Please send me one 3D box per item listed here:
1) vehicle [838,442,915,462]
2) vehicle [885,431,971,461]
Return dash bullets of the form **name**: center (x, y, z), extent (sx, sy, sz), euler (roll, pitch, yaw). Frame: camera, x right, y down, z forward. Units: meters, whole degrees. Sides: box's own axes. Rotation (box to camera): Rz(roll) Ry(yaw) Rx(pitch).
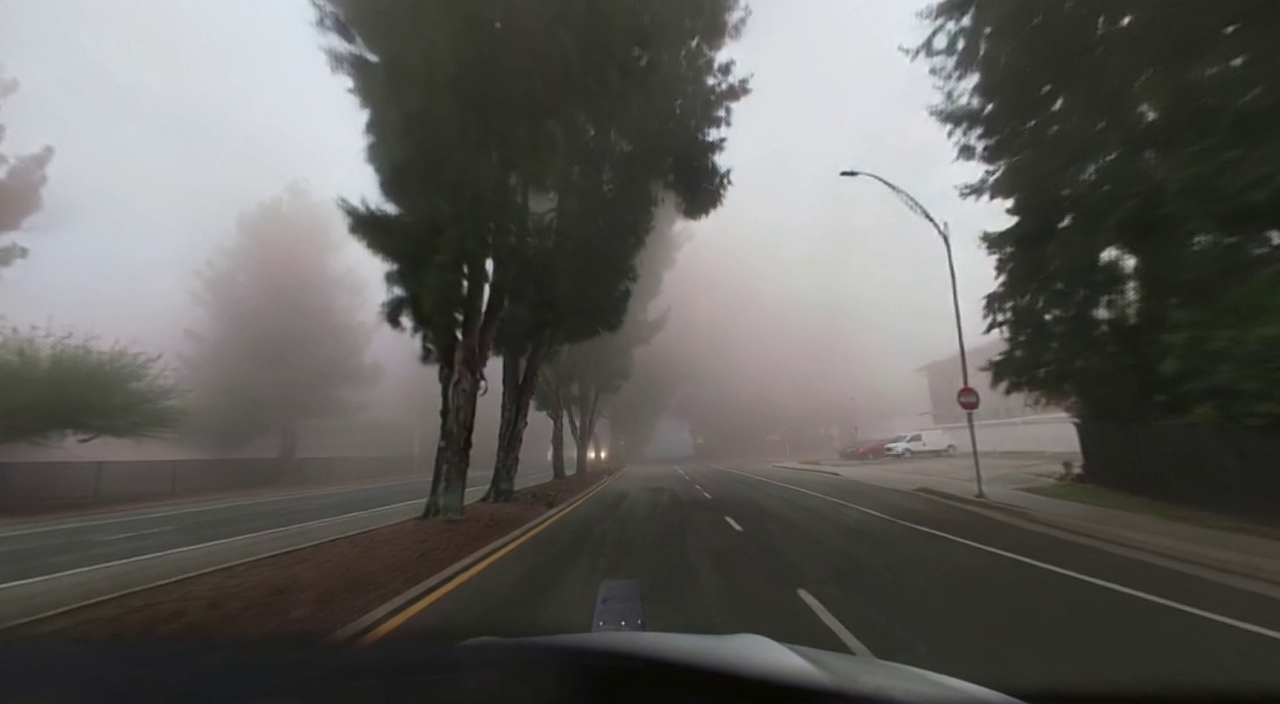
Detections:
- **vehicle**: center (18.361, 7.754, 48.852), extent (5.126, 1.469, 2.009), euler (0, -8, 0)
- **vehicle**: center (18.732, 6.130, 40.962), extent (4.611, 1.920, 2.043), euler (0, -8, -2)
